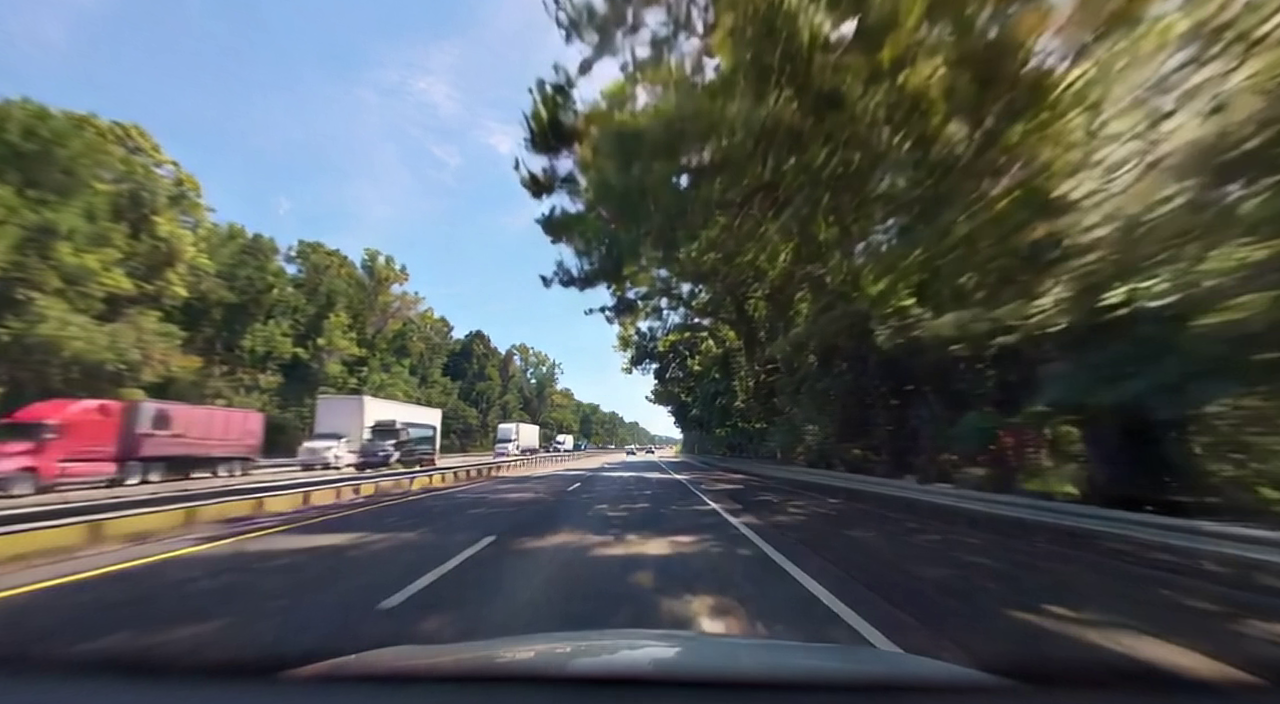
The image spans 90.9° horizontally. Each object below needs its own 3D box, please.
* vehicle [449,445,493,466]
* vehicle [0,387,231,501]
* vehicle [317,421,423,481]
[{"bbox_3d":[-12.123,7.473,45.550,1.868,1.426,4.479,0,-9,1],"label":"vehicle"},{"bbox_3d":[-16.972,2.921,19.916,2.790,2.882,7.737,0,-9,0],"label":"vehicle"},{"bbox_3d":[-11.855,4.407,28.175,2.308,2.426,5.240,0,-9,1],"label":"vehicle"}]
